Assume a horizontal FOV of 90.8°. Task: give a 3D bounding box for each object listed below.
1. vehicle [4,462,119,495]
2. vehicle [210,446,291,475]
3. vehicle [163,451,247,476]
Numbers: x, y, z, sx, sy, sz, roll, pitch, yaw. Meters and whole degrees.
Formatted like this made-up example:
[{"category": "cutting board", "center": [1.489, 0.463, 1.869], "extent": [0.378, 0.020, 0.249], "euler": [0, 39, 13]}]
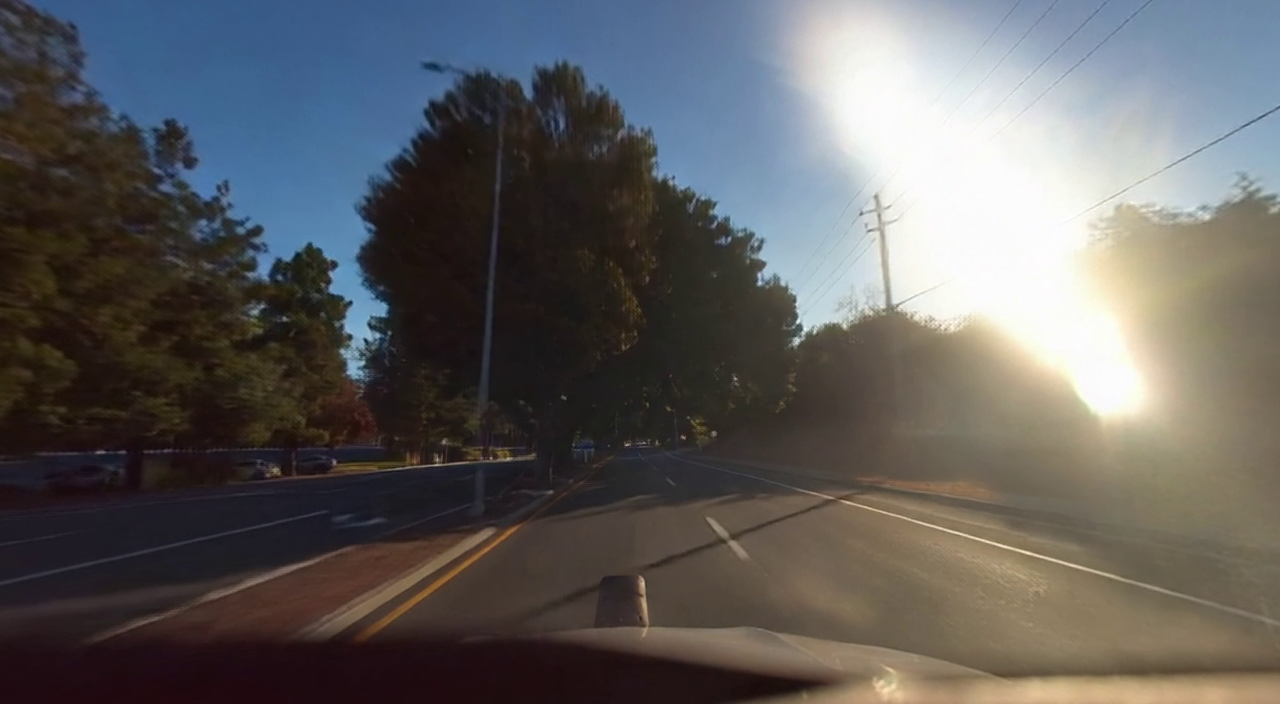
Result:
[{"category": "vehicle", "center": [-27.437, 5.998, 30.023], "extent": [3.706, 1.426, 1.668], "euler": [0, -9, -2]}, {"category": "vehicle", "center": [-26.901, 7.499, 43.717], "extent": [4.362, 1.733, 2.041], "euler": [-2, -6, 1]}, {"category": "vehicle", "center": [-28.280, 7.290, 41.157], "extent": [3.938, 1.485, 2.055], "euler": [1, -10, 3]}]
